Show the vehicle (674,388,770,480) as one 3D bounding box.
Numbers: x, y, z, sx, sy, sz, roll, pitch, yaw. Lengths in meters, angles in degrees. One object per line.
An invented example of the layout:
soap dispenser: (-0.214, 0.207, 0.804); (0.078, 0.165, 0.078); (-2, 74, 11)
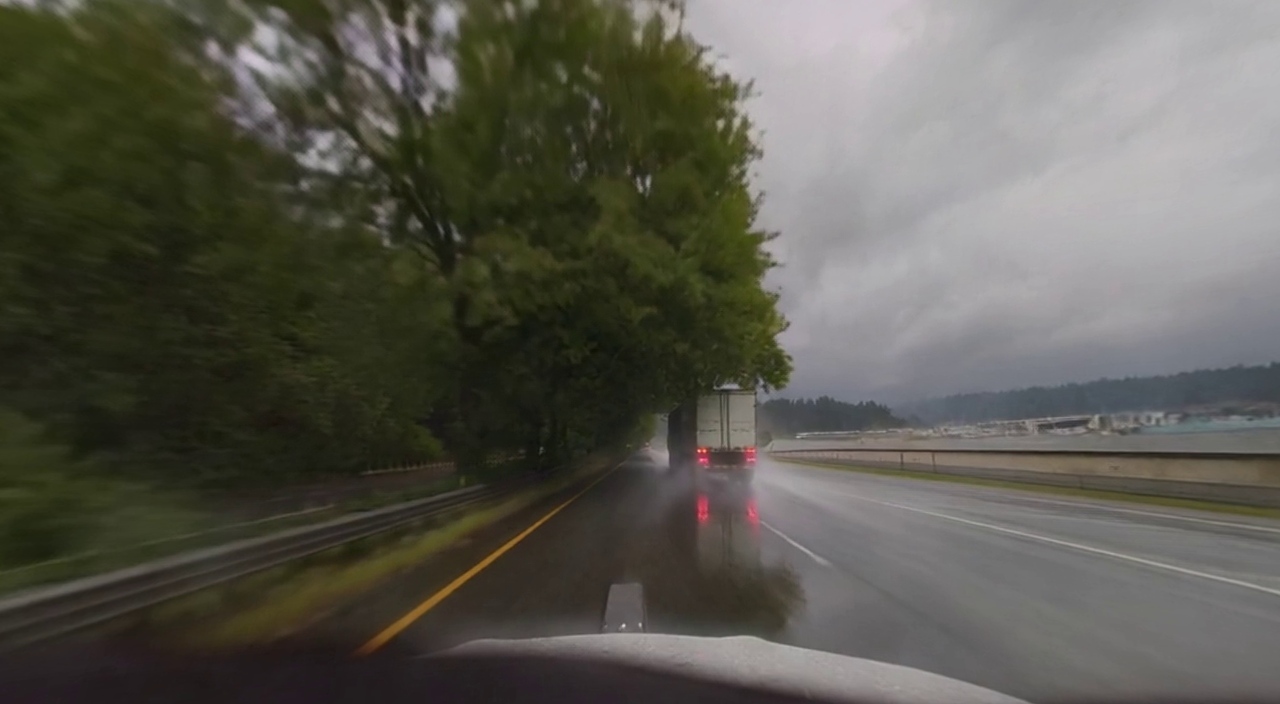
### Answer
vehicle: (3.780, 4.470, 33.228); (2.955, 3.825, 14.115); (0, -9, -1)
